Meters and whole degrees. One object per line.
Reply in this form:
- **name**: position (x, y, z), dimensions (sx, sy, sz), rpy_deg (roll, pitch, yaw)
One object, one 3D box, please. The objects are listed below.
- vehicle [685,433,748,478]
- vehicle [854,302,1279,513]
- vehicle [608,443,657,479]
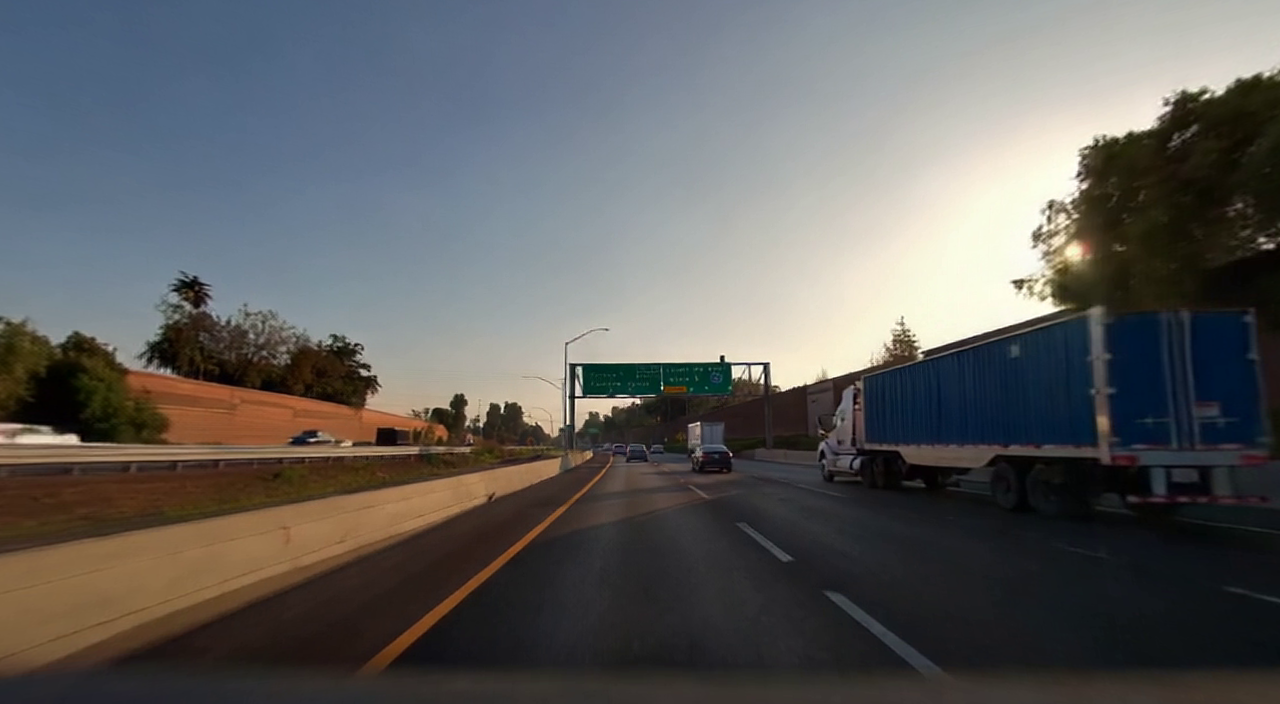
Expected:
- **vehicle**: position (3.365, 4.709, 28.863), dimensions (2.114, 1.849, 4.692), rpy_deg (0, -9, -2)
- **vehicle**: position (11.083, 2.187, 20.074), dimensions (2.914, 4.134, 15.553), rpy_deg (0, -9, -1)
- **vehicle**: position (-0.380, 4.877, 28.596), dimensions (2.083, 1.477, 3.965), rpy_deg (0, -9, -2)
